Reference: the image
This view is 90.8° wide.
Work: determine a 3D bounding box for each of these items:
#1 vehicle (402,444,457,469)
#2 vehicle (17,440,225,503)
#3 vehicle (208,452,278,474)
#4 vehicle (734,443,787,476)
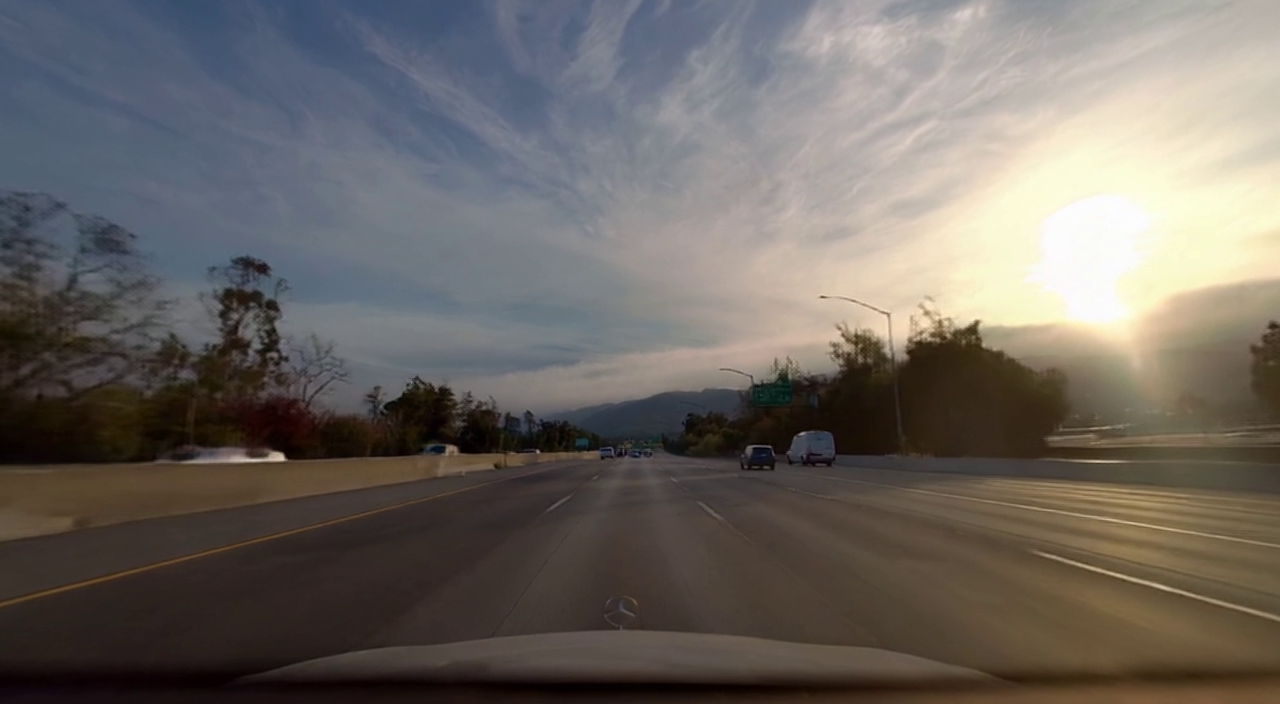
[{"bbox_3d":[-14.446,7.232,43.660,2.154,1.593,4.857,-1,-9,0],"label":"vehicle"},{"bbox_3d":[-14.114,3.266,17.654,1.983,1.483,4.554,-1,-9,-1],"label":"vehicle"},{"bbox_3d":[-28.684,8.013,45.839,2.059,1.506,4.721,-1,-9,0],"label":"vehicle"},{"bbox_3d":[6.691,6.005,35.457,2.081,1.705,3.926,0,-9,-1],"label":"vehicle"}]
